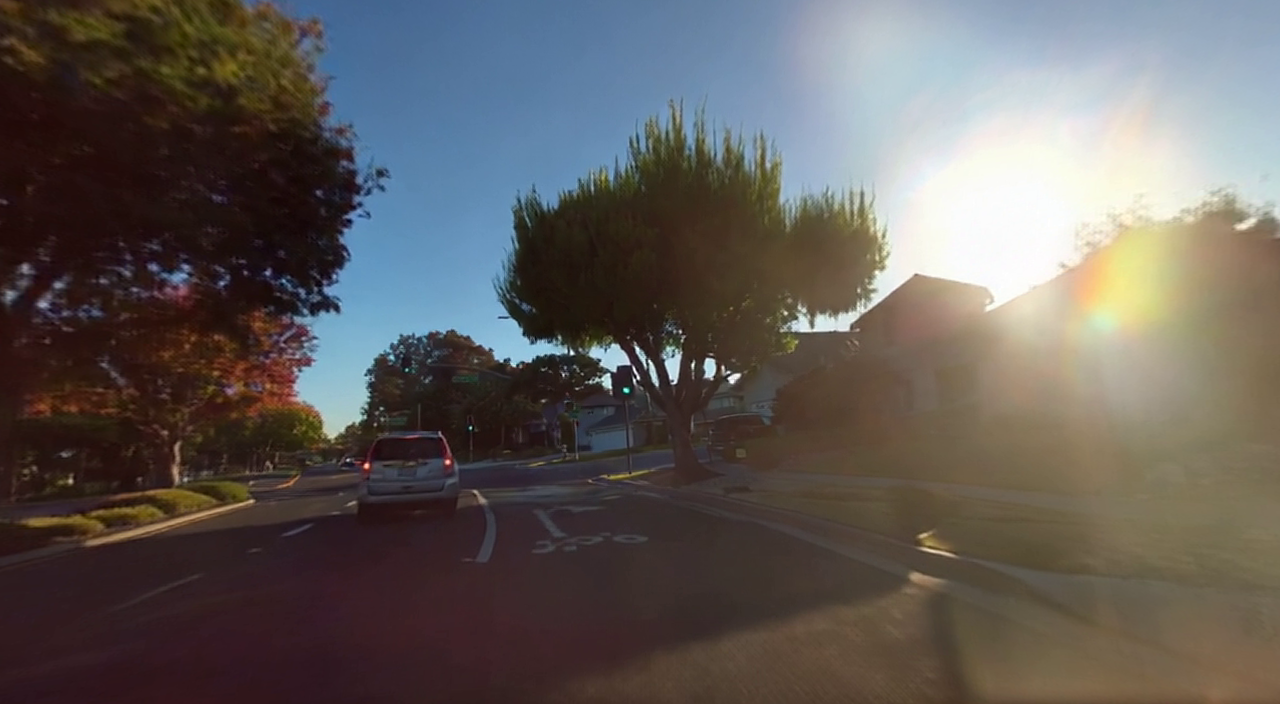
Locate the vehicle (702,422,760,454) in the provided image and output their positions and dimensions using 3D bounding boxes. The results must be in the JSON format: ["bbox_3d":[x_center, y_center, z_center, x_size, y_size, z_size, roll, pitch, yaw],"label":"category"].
[{"bbox_3d":[4.589,4.442,32.531,1.911,1.516,4.251,1,-9,-7],"label":"vehicle"}]

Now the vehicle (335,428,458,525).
[{"bbox_3d":[-4.978,2.544,13.513,1.990,1.707,4.225,2,-9,-16],"label":"vehicle"}]

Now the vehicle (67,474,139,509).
[{"bbox_3d":[-31.132,8.032,36.779,1.943,1.677,4.176,3,-9,-23],"label":"vehicle"}]
